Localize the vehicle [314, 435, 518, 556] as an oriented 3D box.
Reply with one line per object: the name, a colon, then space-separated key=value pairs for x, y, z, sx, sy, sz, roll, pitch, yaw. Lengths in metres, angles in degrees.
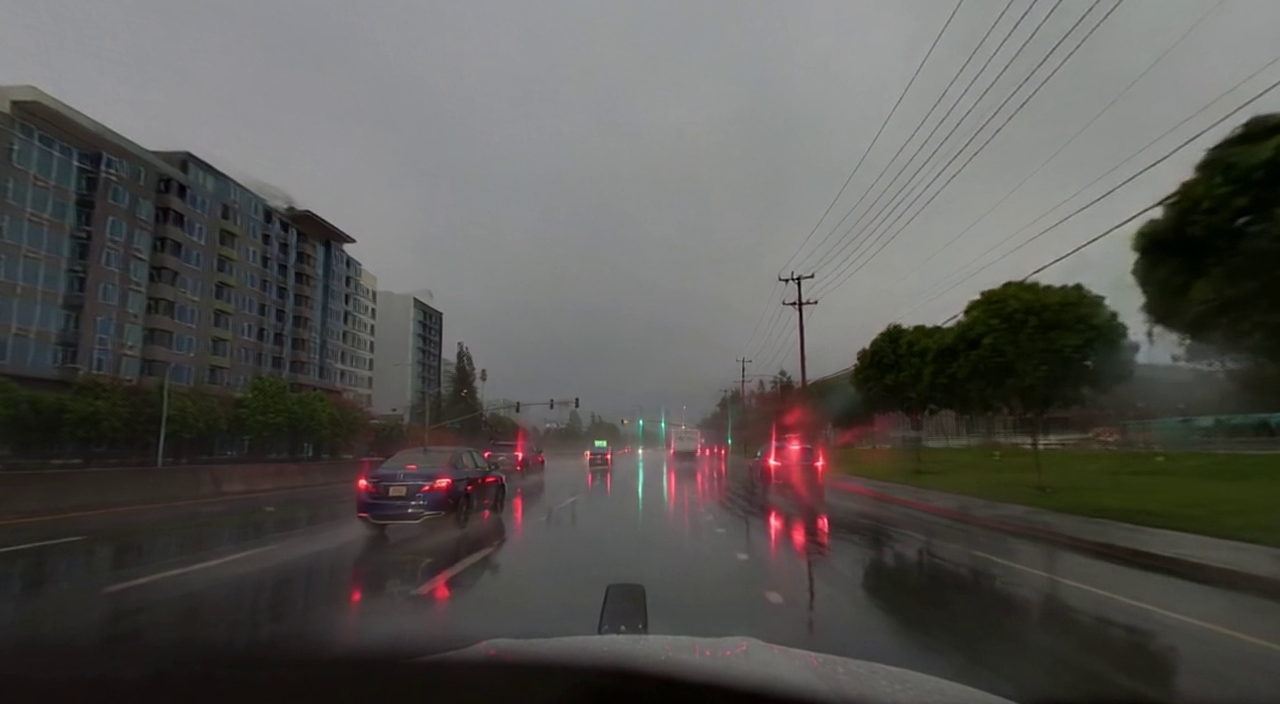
vehicle: x=-3.460 y=2.252 z=10.550 sx=1.934 sy=1.643 sz=3.718 roll=0 pitch=-9 yaw=2

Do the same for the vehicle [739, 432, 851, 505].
vehicle: x=4.497 y=3.444 z=19.033 sx=2.283 sy=1.923 sz=4.427 roll=0 pitch=-9 yaw=1

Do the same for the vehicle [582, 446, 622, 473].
vehicle: x=-2.329 y=6.673 z=39.293 sx=1.984 sy=1.567 sz=4.311 roll=-1 pitch=-9 yaw=4

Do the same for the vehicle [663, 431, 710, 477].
vehicle: x=2.809 y=5.860 z=36.432 sx=2.457 sy=2.440 sz=5.486 roll=-1 pitch=-9 yaw=7
